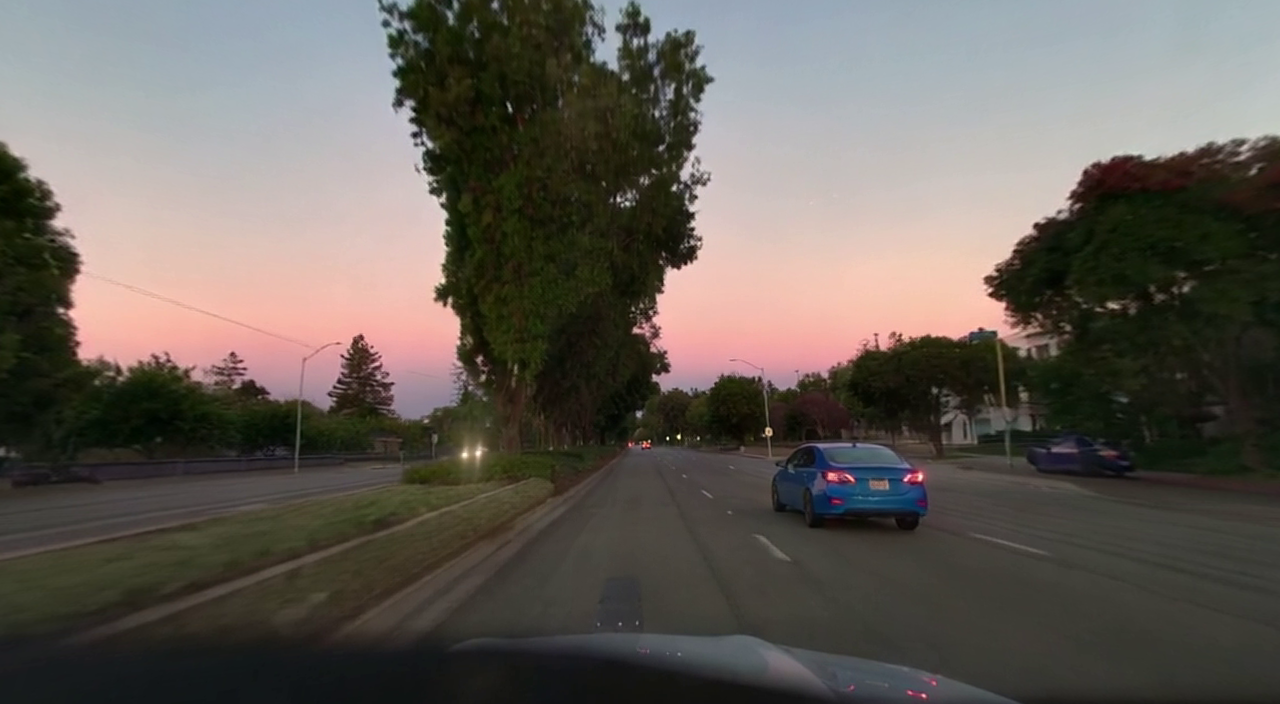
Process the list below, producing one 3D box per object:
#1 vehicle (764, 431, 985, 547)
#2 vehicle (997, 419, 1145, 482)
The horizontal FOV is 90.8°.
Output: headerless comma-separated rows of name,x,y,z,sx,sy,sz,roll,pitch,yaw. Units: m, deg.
vehicle,3.464,2.082,10.354,1.950,1.473,4.259,0,-8,0
vehicle,17.162,3.968,25.723,2.868,2.233,6.035,-2,-8,13
